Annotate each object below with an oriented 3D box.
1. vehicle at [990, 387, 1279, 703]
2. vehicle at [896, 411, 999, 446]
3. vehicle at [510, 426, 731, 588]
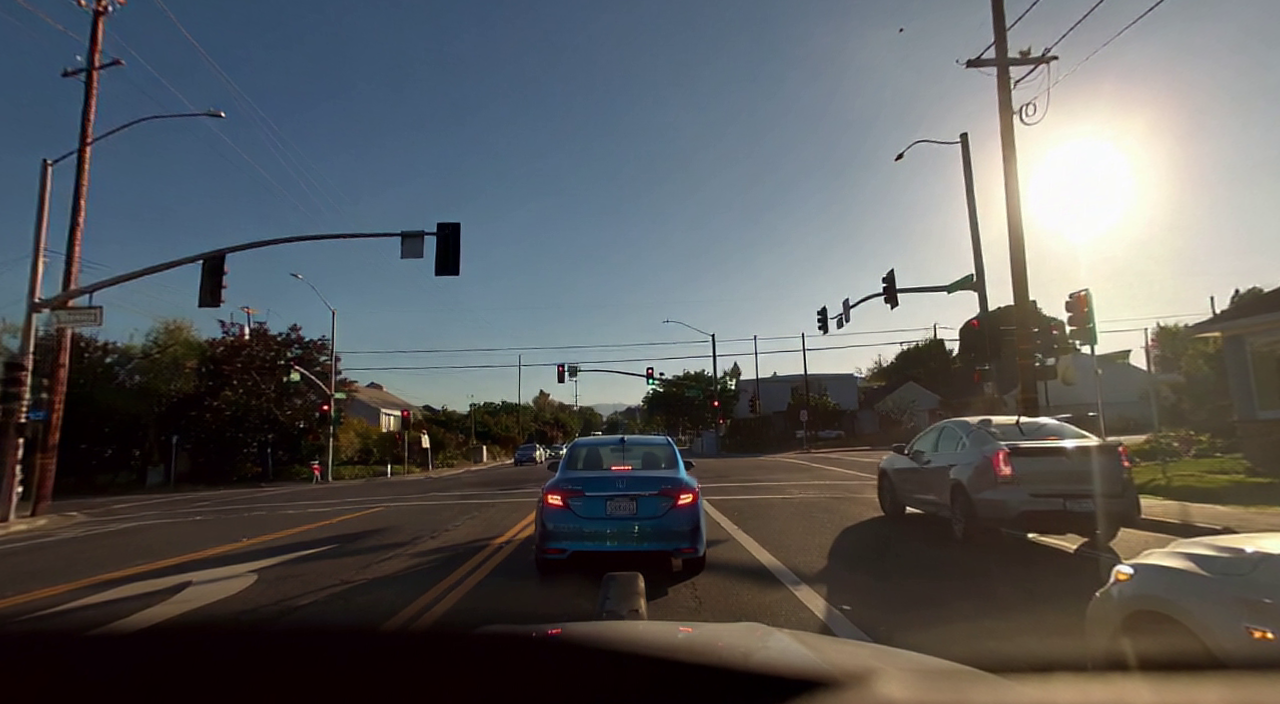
[{"bbox_3d":[2.931,0.826,1.703,1.860,1.494,3.707,0,-8,1],"label":"vehicle"},{"bbox_3d":[16.463,4.134,33.952,4.431,1.555,1.886,-4,-9,2],"label":"vehicle"},{"bbox_3d":[-0.218,1.760,8.054,2.061,1.485,4.196,0,-8,-1],"label":"vehicle"}]
